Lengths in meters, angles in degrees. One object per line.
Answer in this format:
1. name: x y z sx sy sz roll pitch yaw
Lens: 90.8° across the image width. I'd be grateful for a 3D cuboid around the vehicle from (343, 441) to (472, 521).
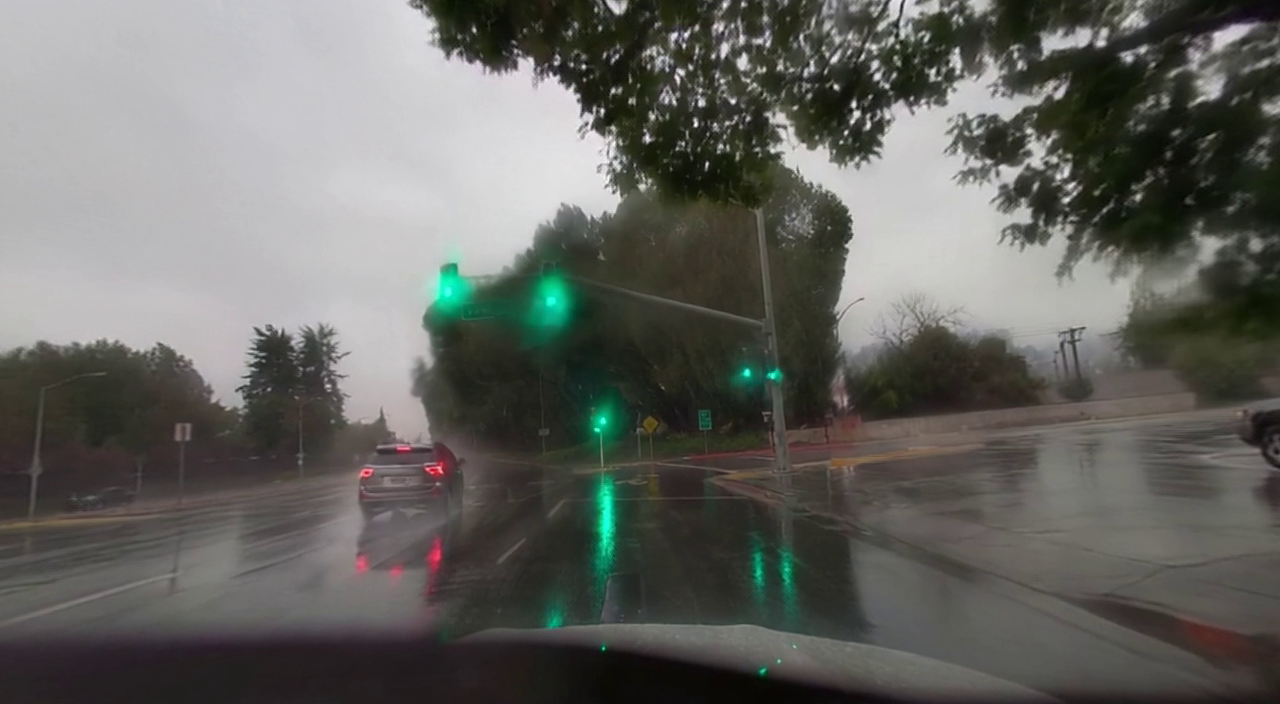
1. vehicle: -5.652 3.141 16.056 2.134 1.707 4.471 1 -9 -8
